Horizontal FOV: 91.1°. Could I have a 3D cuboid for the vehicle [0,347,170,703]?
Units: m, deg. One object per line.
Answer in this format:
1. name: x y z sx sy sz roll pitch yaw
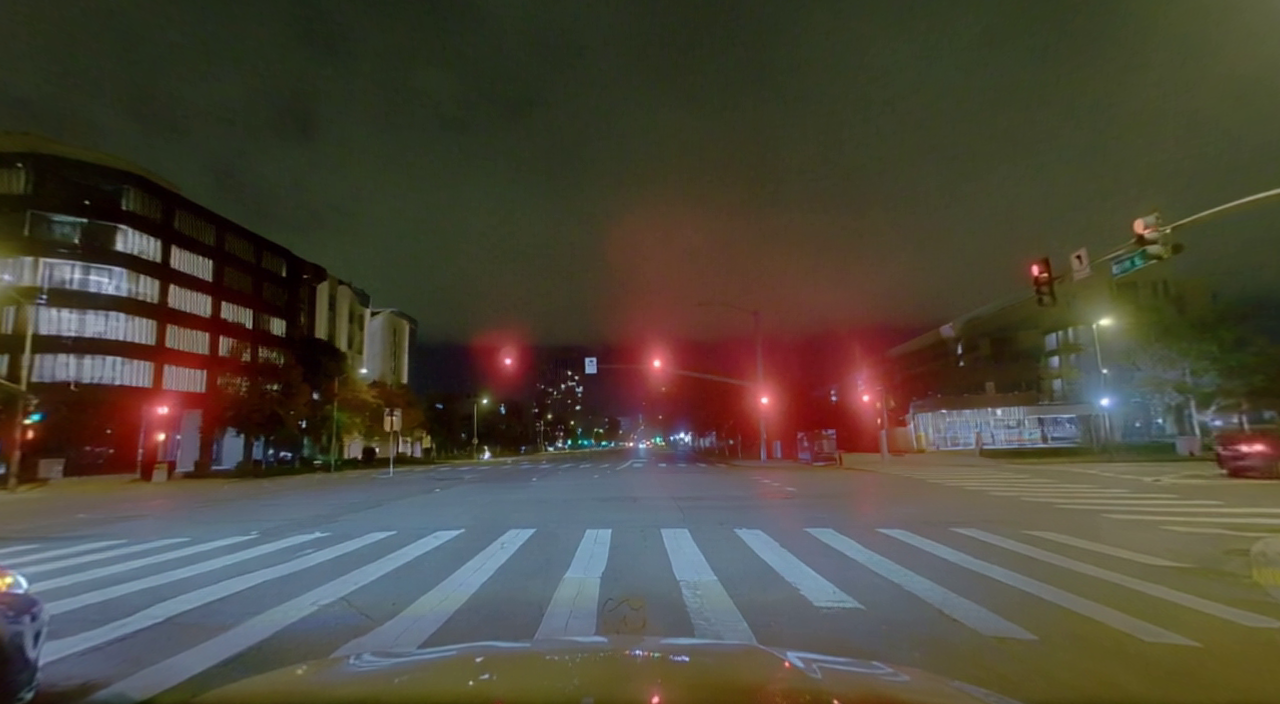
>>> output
1. vehicle: -3.632 0.615 1.062 2.109 1.692 4.587 0 -8 0
